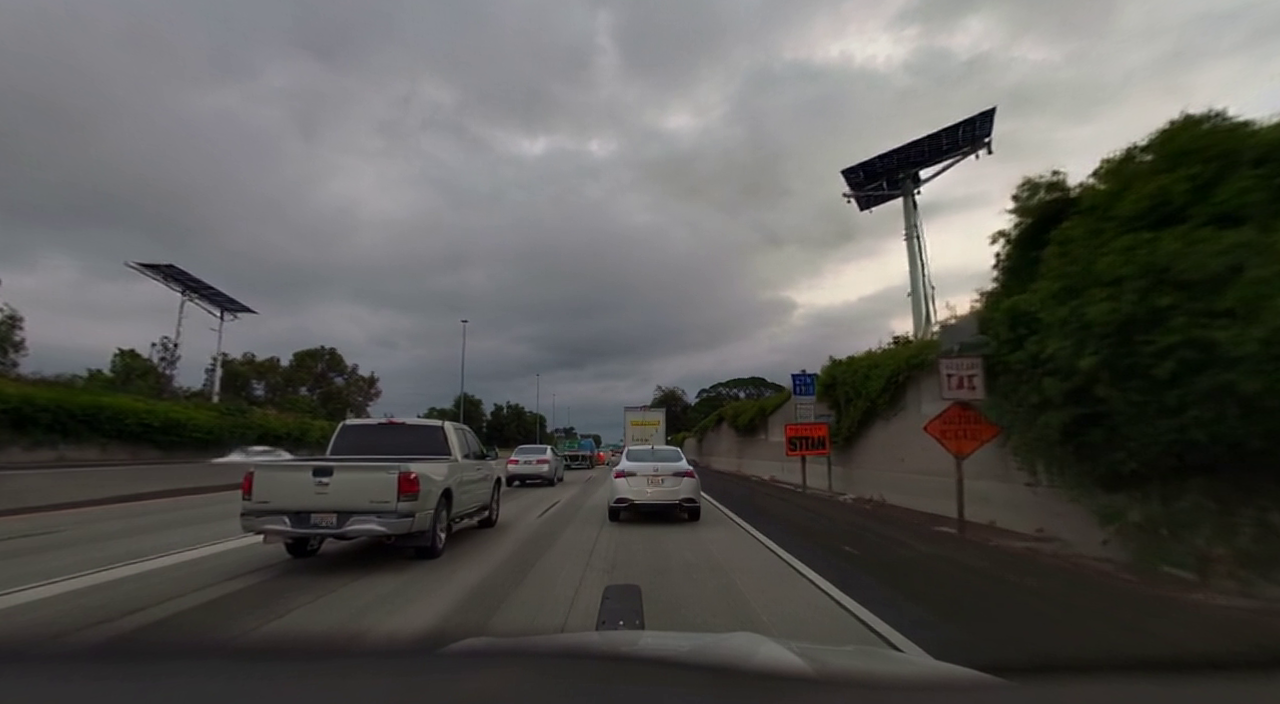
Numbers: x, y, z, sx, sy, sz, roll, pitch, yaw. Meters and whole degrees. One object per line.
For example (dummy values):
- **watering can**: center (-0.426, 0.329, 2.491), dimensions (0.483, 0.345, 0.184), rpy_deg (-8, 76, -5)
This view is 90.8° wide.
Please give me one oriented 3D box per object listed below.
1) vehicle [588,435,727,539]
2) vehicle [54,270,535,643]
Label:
- **vehicle**: center (0.233, 2.277, 11.169), dimensions (2.063, 1.507, 3.488), rpy_deg (0, -9, -1)
- **vehicle**: center (-3.068, 1.236, 8.068), dimensions (2.289, 2.757, 6.726), rpy_deg (0, -9, 0)
